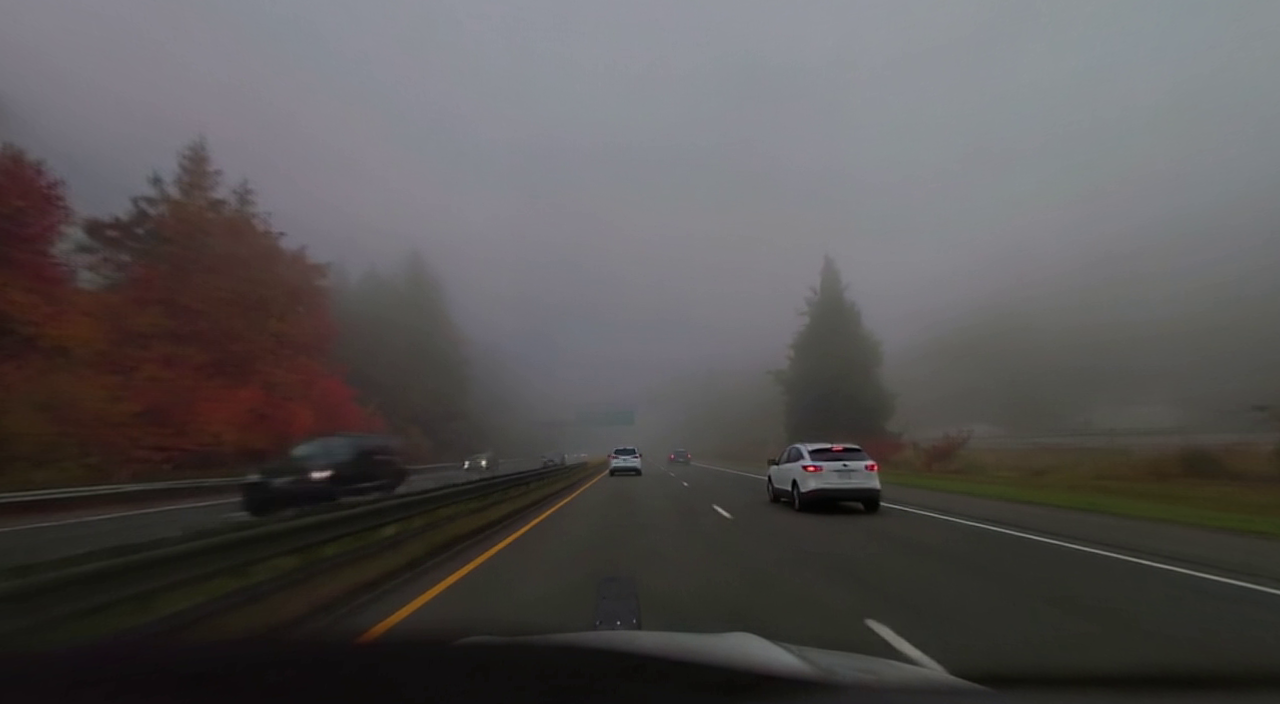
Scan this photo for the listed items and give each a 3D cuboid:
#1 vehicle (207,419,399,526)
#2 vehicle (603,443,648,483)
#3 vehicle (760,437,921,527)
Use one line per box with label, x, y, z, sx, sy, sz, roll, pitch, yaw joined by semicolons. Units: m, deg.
vehicle;-9.562;3.465;18.647;2.447;2.609;5.829;-1;-9;0
vehicle;-0.621;5.087;29.025;1.937;1.699;3.936;-1;-9;0
vehicle;3.877;2.570;12.999;1.843;1.505;4.339;0;-9;-1
